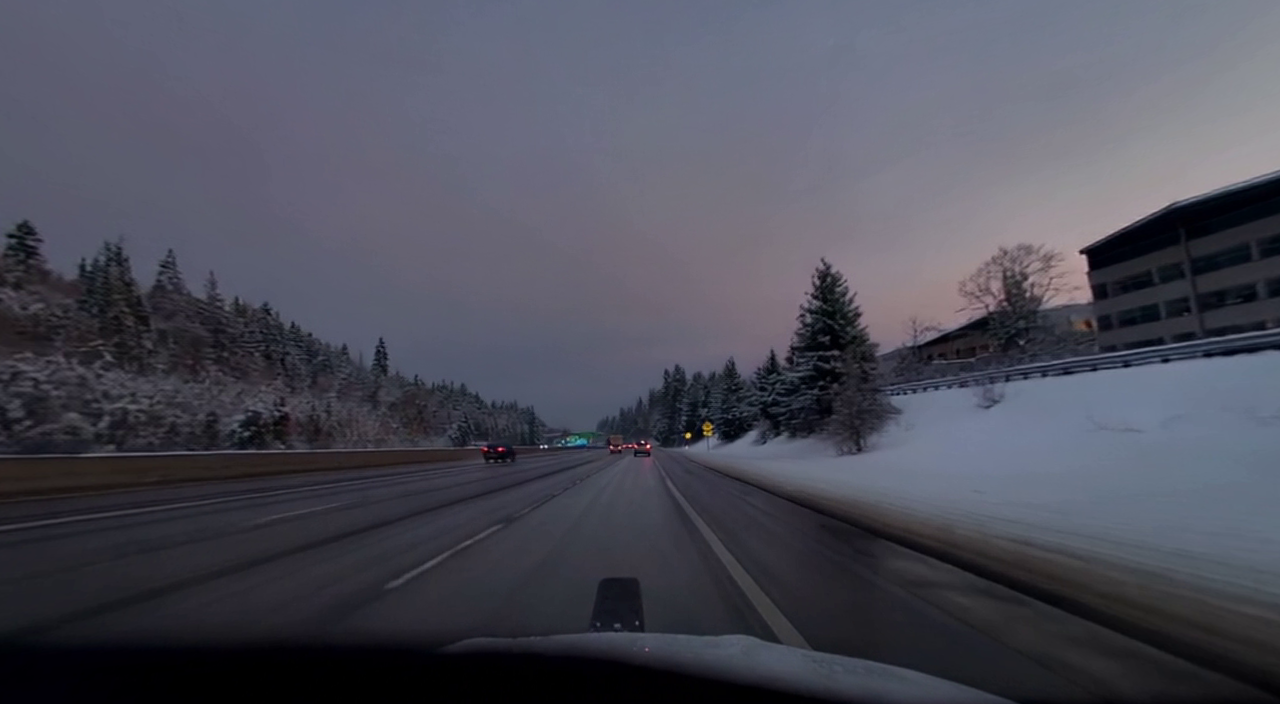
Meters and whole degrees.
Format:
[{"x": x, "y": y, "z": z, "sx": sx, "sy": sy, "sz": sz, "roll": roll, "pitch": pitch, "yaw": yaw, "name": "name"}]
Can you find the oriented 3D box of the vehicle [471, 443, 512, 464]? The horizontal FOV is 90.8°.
[{"x": -11.047, "y": 7.538, "z": 47.201, "sx": 1.914, "sy": 1.440, "sz": 4.467, "roll": 0, "pitch": -8, "yaw": 1, "name": "vehicle"}]
